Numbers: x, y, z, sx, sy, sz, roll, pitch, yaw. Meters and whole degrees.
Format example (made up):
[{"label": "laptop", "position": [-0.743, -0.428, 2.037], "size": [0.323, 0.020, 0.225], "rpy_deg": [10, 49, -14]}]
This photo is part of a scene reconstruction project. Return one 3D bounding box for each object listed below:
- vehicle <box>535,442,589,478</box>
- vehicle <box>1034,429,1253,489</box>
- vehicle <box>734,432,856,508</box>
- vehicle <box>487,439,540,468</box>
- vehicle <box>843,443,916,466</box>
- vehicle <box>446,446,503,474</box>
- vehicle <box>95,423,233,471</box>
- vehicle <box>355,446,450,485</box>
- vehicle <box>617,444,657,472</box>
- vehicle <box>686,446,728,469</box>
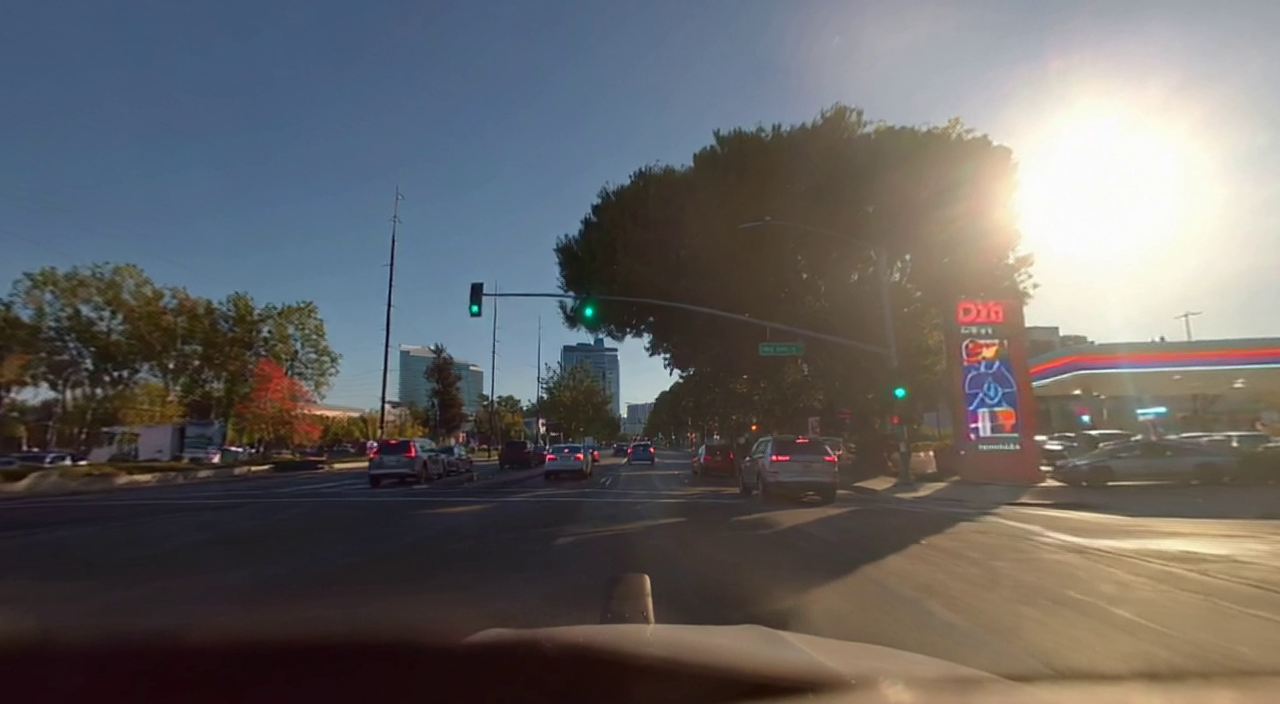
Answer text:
[{"label": "vehicle", "position": [-3.658, 5.154, 30.324], "size": [2.023, 1.607, 4.086], "rpy_deg": [0, -9, 1]}, {"label": "vehicle", "position": [17.803, 3.806, 22.551], "size": [5.585, 1.866, 2.607], "rpy_deg": [-1, -9, -3]}, {"label": "vehicle", "position": [3.793, 2.971, 16.286], "size": [2.022, 1.683, 4.171], "rpy_deg": [0, -9, -1]}, {"label": "vehicle", "position": [-9.070, 7.350, 45.881], "size": [2.455, 1.904, 6.030], "rpy_deg": [-1, -9, 2]}, {"label": "vehicle", "position": [17.084, 7.324, 45.092], "size": [4.506, 1.604, 1.830], "rpy_deg": [0, -9, -1]}, {"label": "vehicle", "position": [-9.079, 5.946, 34.948], "size": [2.001, 1.461, 3.859], "rpy_deg": [0, -9, 2]}, {"label": "vehicle", "position": [-33.752, 6.753, 44.898], "size": [7.339, 3.284, 2.857], "rpy_deg": [0, -9, -1]}, {"label": "vehicle", "position": [-9.612, 4.616, 26.018], "size": [2.023, 1.433, 4.699], "rpy_deg": [0, -9, 1]}, {"label": "vehicle", "position": [-0.142, 5.973, 35.683], "size": [2.104, 1.477, 4.591], "rpy_deg": [0, -9, 0]}, {"label": "vehicle", "position": [4.456, 7.077, 42.429], "size": [2.174, 1.462, 4.400], "rpy_deg": [0, -9, -2]}]
